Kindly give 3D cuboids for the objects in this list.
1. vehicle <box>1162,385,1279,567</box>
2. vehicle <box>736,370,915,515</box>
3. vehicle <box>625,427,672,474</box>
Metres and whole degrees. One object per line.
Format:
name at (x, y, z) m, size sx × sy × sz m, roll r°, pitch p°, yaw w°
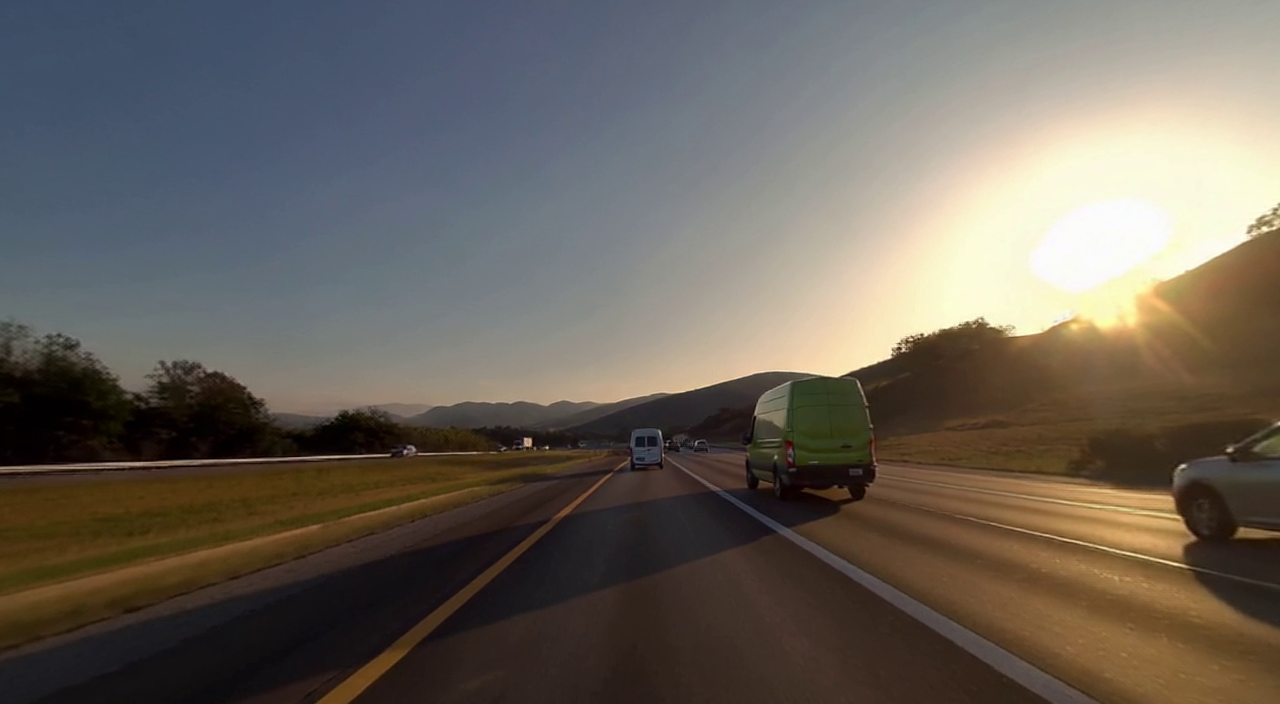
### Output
vehicle at (7.946, 1.174, 5.714) m, size 2.240 × 1.925 × 4.854 m, roll 0°, pitch -8°, yaw 0°
vehicle at (3.893, 2.117, 14.791) m, size 2.302 × 2.670 × 6.176 m, roll 0°, pitch -8°, yaw 0°
vehicle at (0.391, 4.794, 30.862) m, size 2.131 × 2.122 × 4.473 m, roll 0°, pitch -8°, yaw 0°
